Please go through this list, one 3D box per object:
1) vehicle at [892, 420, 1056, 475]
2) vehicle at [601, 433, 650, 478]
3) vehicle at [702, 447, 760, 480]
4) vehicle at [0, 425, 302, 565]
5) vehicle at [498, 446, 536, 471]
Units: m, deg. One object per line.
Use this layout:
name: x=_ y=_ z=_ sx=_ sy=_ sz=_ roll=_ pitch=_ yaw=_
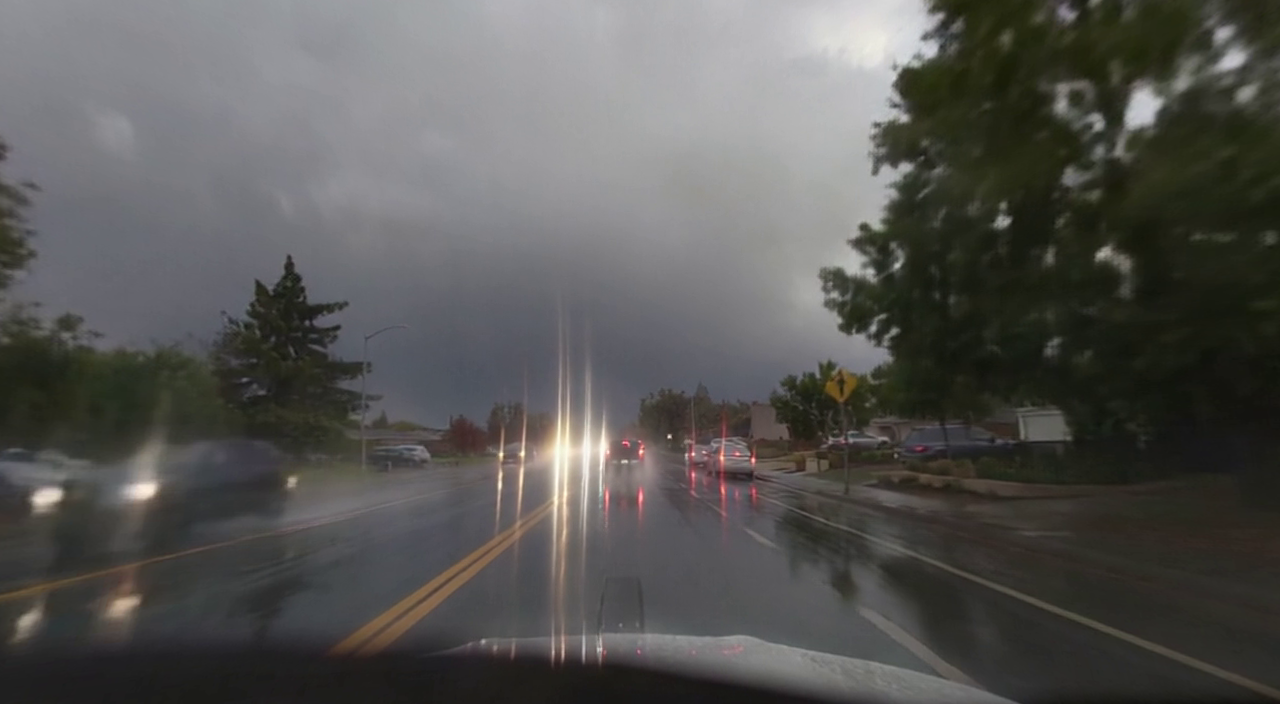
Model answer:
vehicle: x=12.331 y=3.556 z=23.597 sx=4.870 sy=1.926 sz=2.094 roll=0 pitch=-9 yaw=-1
vehicle: x=-0.647 y=4.930 z=30.235 sx=2.153 sy=1.942 sz=4.767 roll=0 pitch=-8 yaw=-1
vehicle: x=4.321 y=5.353 z=30.730 sx=1.963 sy=1.469 sz=4.709 roll=0 pitch=-9 yaw=-2
vehicle: x=-8.201 y=2.254 z=10.856 sx=2.114 sy=1.811 sz=4.949 roll=0 pitch=-8 yaw=-1
vehicle: x=-8.764 y=7.613 z=45.474 sx=1.945 sy=1.712 sz=4.240 roll=0 pitch=-8 yaw=-1
